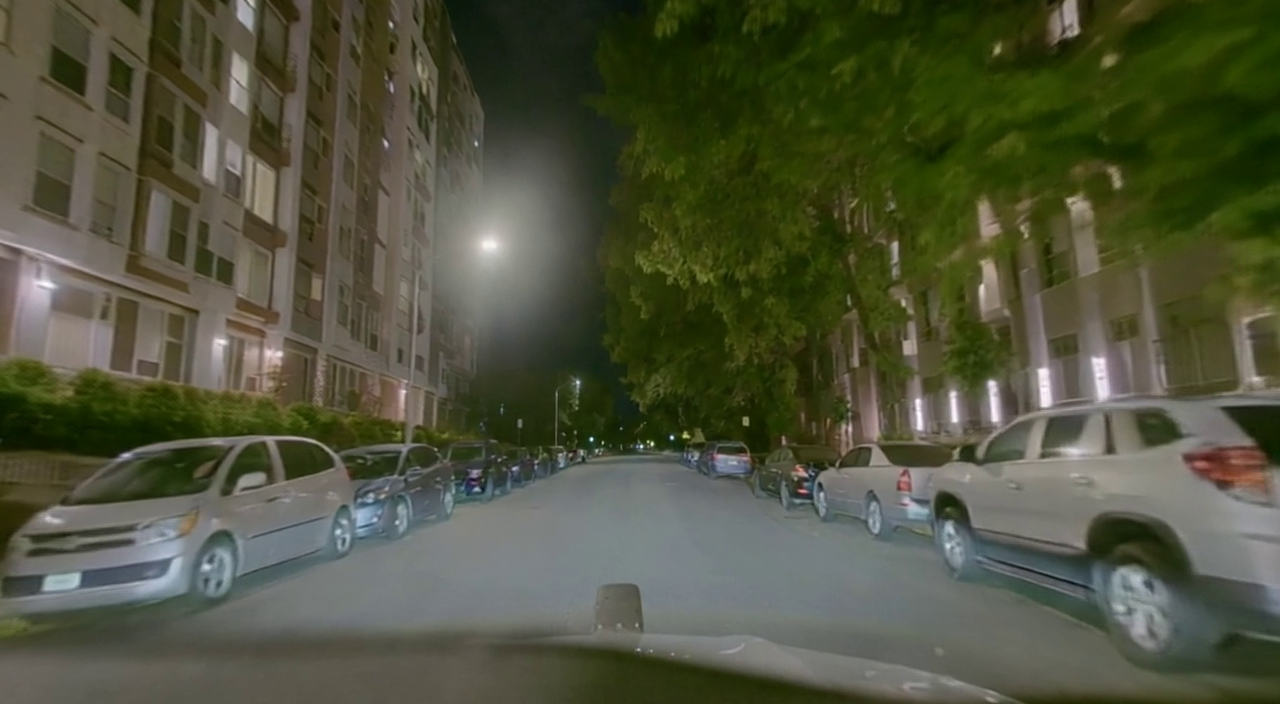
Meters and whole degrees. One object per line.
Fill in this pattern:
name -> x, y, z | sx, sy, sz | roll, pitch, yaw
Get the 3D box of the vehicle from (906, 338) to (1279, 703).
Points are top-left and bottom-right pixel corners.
vehicle -> 3.903, 1.154, 4.820 | 1.911, 1.835, 4.599 | -1, -8, 3

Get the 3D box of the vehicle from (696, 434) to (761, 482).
vehicle -> 3.571, 4.384, 26.489 | 1.912, 1.781, 5.159 | 0, -8, -1

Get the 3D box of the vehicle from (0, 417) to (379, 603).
vehicle -> -5.087, 1.695, 7.695 | 2.274, 1.679, 3.639 | 0, -8, -1
